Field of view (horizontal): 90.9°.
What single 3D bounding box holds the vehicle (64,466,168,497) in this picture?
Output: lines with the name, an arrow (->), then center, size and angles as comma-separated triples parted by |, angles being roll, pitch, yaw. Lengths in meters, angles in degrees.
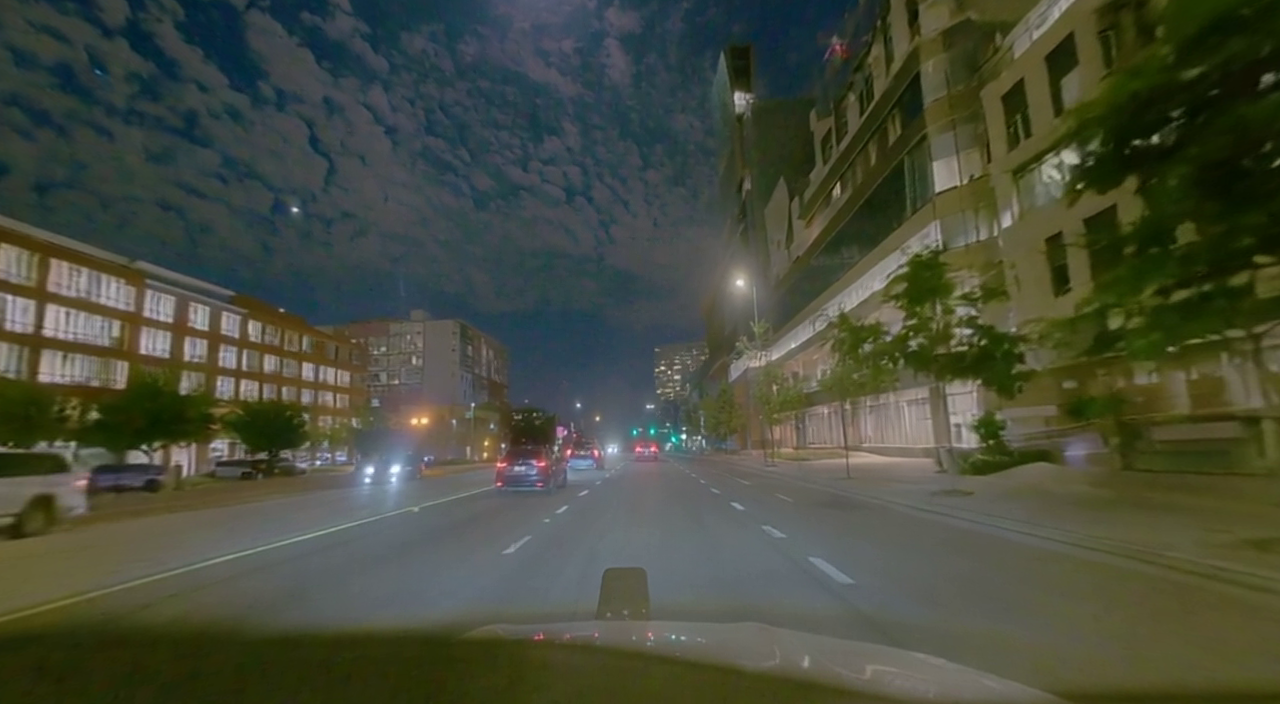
vehicle -> -28.009, 6.920, 33.782 | 3.891, 1.483, 1.884 | -1, -9, 0

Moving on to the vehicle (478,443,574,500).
vehicle -> -3.096, 3.349, 18.034 | 1.959, 1.406, 4.272 | 0, -9, 0

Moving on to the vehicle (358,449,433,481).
vehicle -> -13.264, 6.129, 34.517 | 2.036, 1.649, 4.664 | 0, -9, 3

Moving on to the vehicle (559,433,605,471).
vehicle -> -3.246, 5.730, 36.134 | 2.152, 1.987, 4.527 | 0, -9, 1
